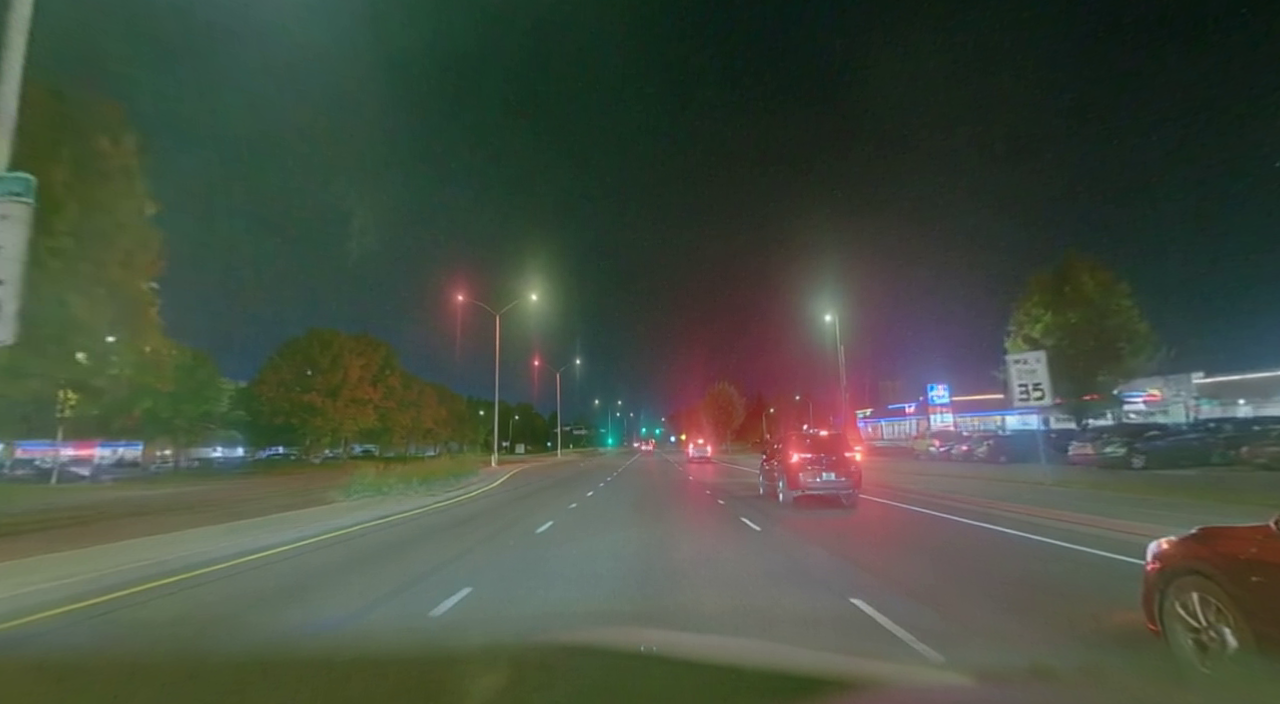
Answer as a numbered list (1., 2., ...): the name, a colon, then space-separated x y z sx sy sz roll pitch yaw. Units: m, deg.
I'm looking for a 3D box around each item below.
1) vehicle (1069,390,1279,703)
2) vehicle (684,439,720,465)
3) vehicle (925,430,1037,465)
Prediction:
1. vehicle: 3.518 0.741 1.265 1.995 1.528 4.732 0 -8 0
2. vehicle: 4.269 6.936 43.921 2.007 1.683 4.171 0 -8 -1
3. vehicle: 17.442 4.911 32.435 4.475 1.739 2.151 0 -8 -1
